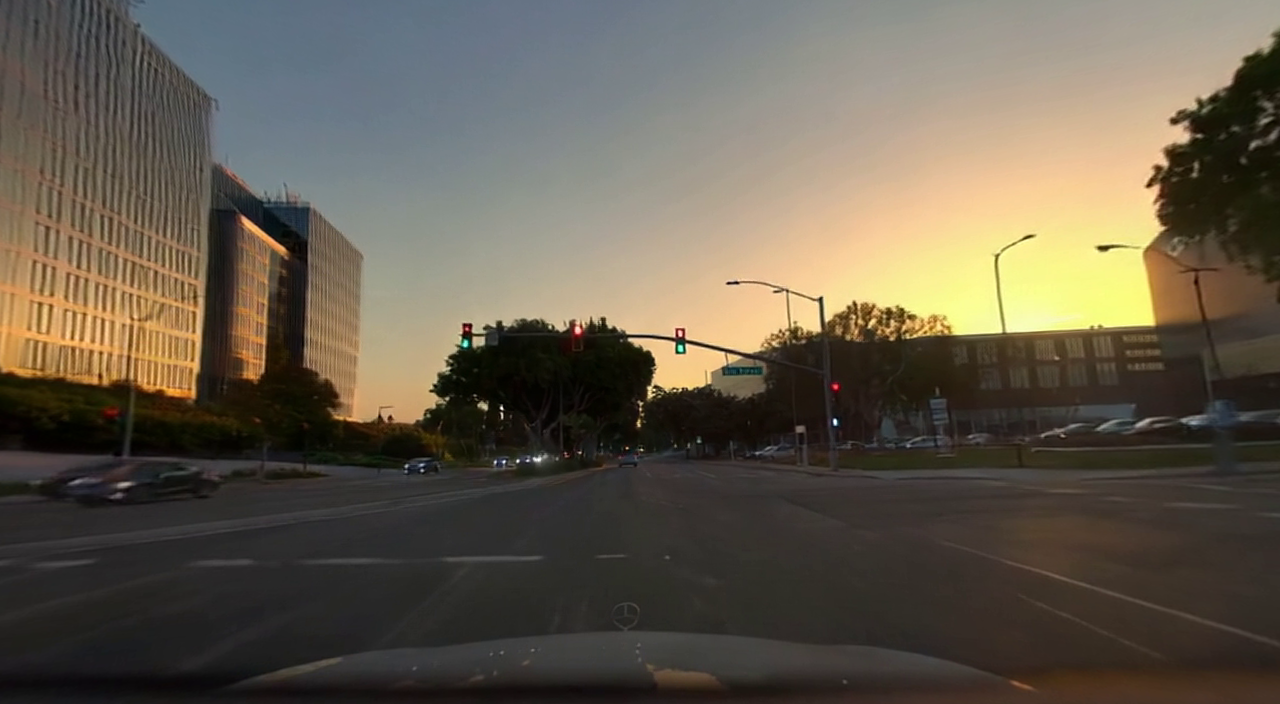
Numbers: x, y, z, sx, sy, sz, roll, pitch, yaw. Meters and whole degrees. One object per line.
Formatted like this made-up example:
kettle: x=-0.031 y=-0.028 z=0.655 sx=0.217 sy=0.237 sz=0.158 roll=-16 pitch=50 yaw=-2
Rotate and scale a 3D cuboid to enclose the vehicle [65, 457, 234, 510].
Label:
vehicle: x=-16.360 y=4.385 z=21.482 sx=1.922 sy=1.448 sz=4.702 roll=-2 pitch=-9 yaw=2
